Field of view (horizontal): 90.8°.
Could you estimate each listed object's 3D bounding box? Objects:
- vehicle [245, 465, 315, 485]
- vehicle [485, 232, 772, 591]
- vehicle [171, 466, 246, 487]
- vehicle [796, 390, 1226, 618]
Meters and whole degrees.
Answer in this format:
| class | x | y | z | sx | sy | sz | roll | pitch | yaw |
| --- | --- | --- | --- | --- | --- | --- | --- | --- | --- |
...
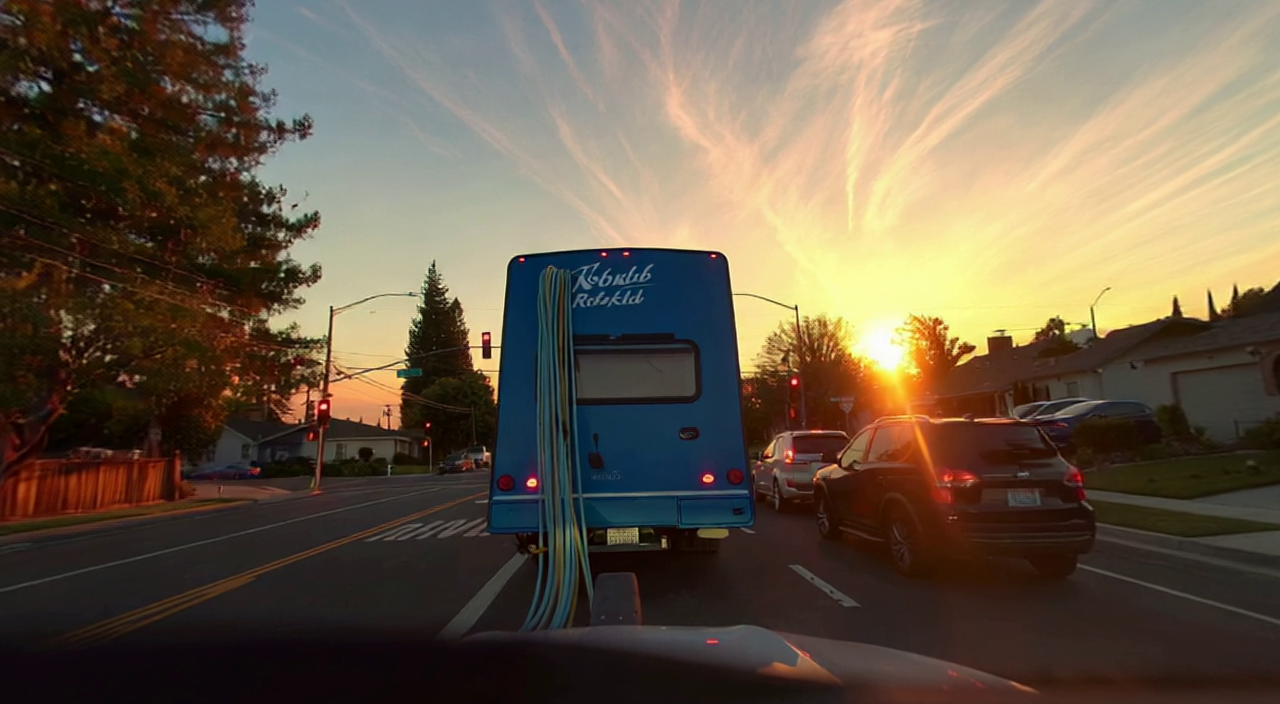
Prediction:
| class | x | y | z | sx | sy | sz | roll | pitch | yaw |
| --- | --- | --- | --- | --- | --- | --- | --- | --- | --- |
| vehicle | -27.412 | 9.348 | 48.142 | 4.187 | 1.445 | 1.809 | 0 | -9 | 0 |
| vehicle | -0.117 | 1.122 | 10.279 | 2.709 | 3.511 | 8.213 | 0 | -9 | 0 |
| vehicle | -32.714 | 9.399 | 47.949 | 4.311 | 1.458 | 1.707 | 0 | -9 | -3 |
| vehicle | 3.407 | 1.493 | 7.130 | 2.104 | 1.735 | 4.408 | 0 | -9 | 0 |
